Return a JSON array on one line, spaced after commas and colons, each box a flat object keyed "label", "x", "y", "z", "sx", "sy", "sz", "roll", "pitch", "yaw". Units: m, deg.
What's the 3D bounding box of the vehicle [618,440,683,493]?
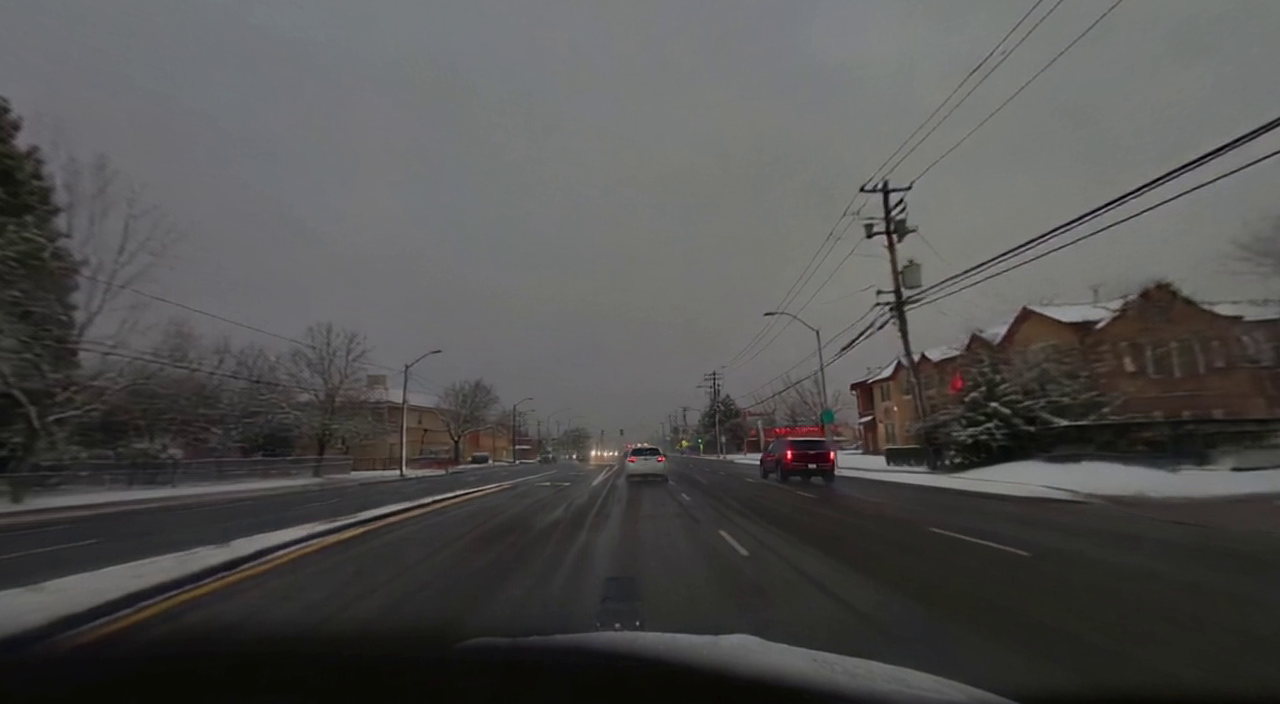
[{"label": "vehicle", "x": 0.341, "y": 4.121, "z": 22.955, "sx": 2.138, "sy": 1.702, "sz": 4.168, "roll": 0, "pitch": -9, "yaw": 0}]

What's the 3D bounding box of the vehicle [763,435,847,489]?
[{"label": "vehicle", "x": 6.311, "y": 4.261, "z": 24.614, "sx": 2.061, "sy": 1.889, "sz": 4.268, "roll": 0, "pitch": -9, "yaw": 0}]
